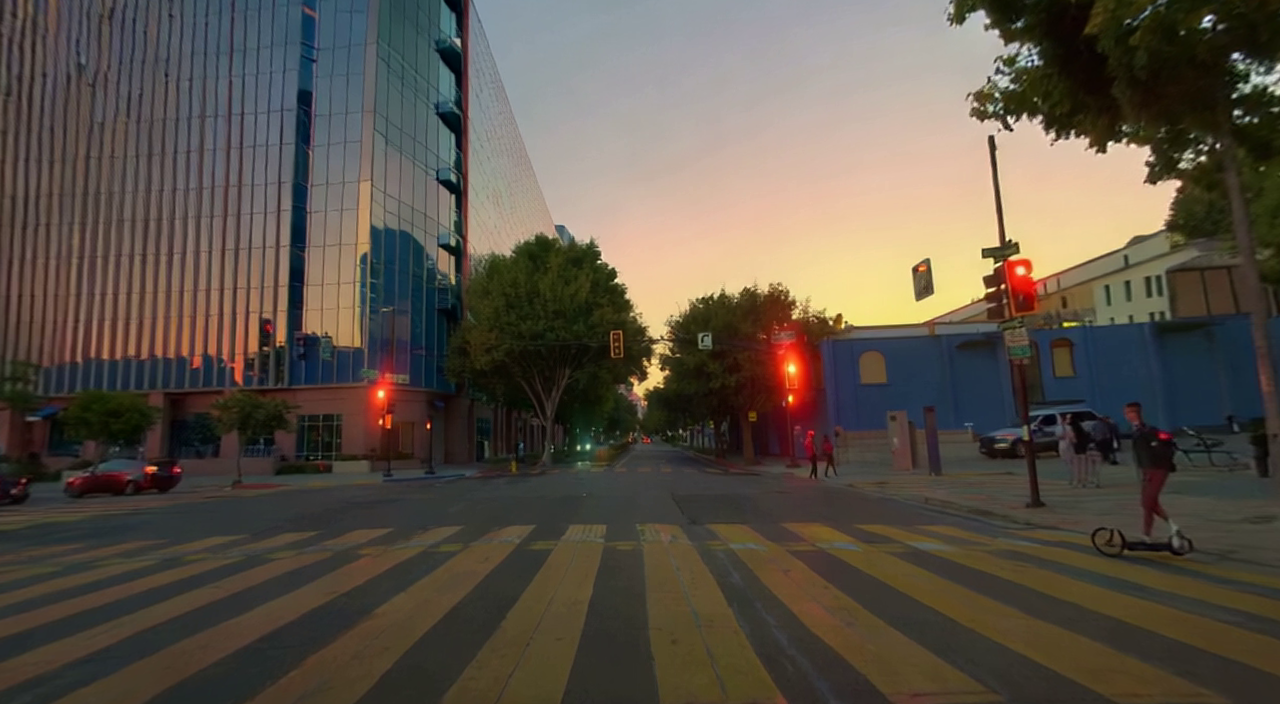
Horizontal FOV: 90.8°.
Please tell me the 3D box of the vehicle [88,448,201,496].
[{"bbox_3d":[-17.699,4.250,22.610,2.827,1.613,1.717,-3,-9,15],"label":"vehicle"}]
